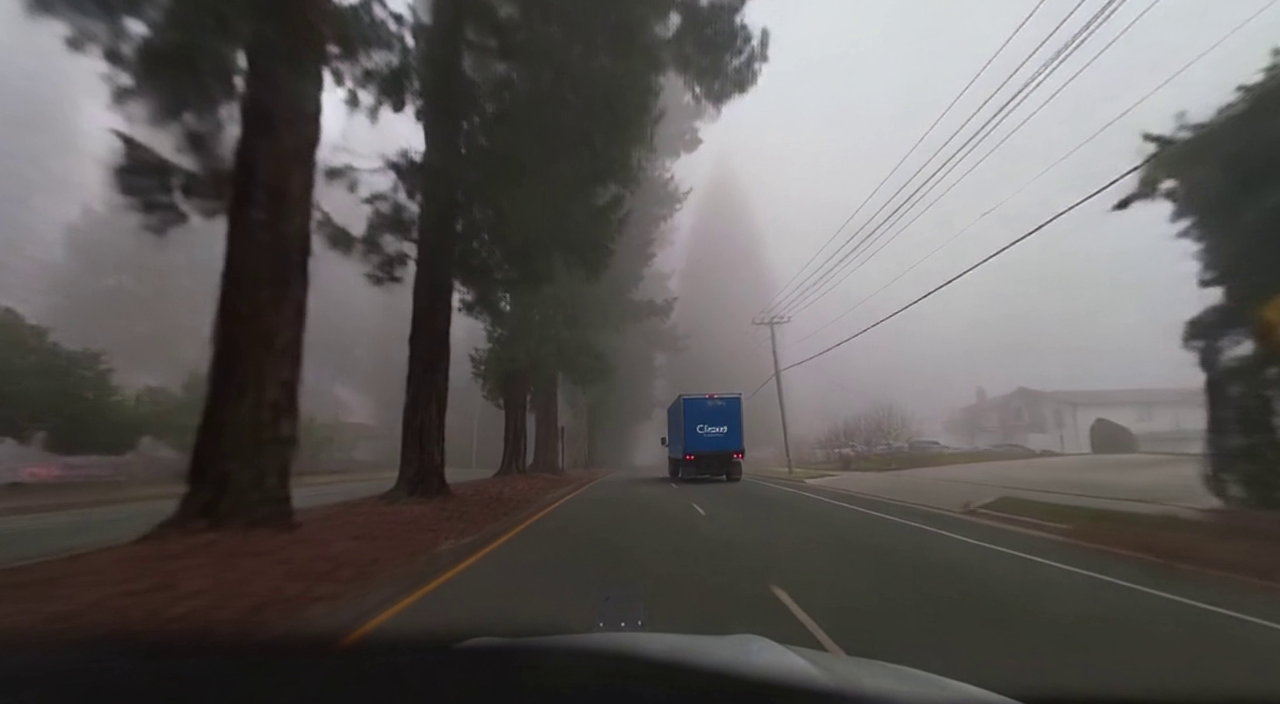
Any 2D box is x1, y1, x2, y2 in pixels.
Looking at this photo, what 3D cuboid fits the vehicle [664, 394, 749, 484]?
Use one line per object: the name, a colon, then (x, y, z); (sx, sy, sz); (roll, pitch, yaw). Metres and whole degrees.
vehicle: (3.046, 4.452, 31.819); (2.973, 3.848, 9.336); (0, -9, -2)
